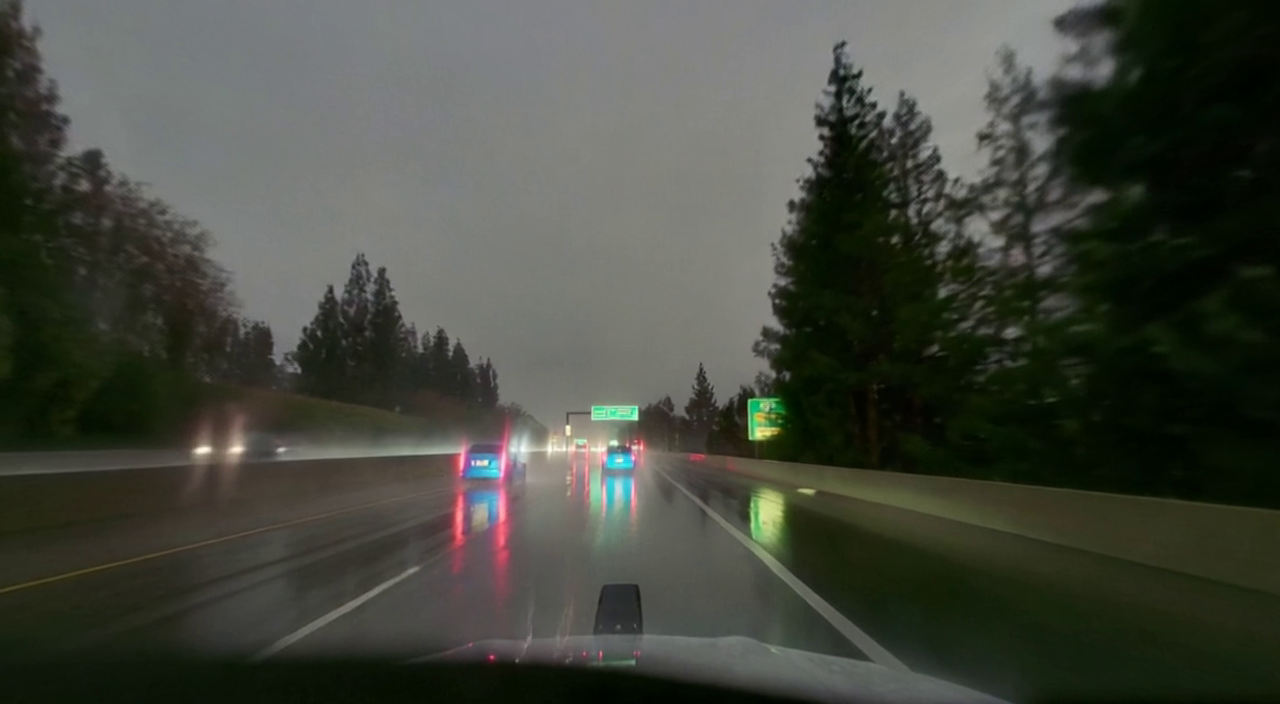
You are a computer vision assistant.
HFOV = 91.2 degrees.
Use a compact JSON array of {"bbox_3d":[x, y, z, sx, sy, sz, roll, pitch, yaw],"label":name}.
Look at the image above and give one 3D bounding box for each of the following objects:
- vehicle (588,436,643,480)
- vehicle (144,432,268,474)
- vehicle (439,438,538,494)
[{"bbox_3d":[-1.035,4.573,27.253,2.220,1.711,4.056,0,-9,-1],"label":"vehicle"},{"bbox_3d":[-18.378,4.317,26.892,1.993,1.634,4.730,0,-9,-1],"label":"vehicle"},{"bbox_3d":[-4.835,3.707,20.761,2.103,1.588,4.709,-1,-9,0],"label":"vehicle"}]
